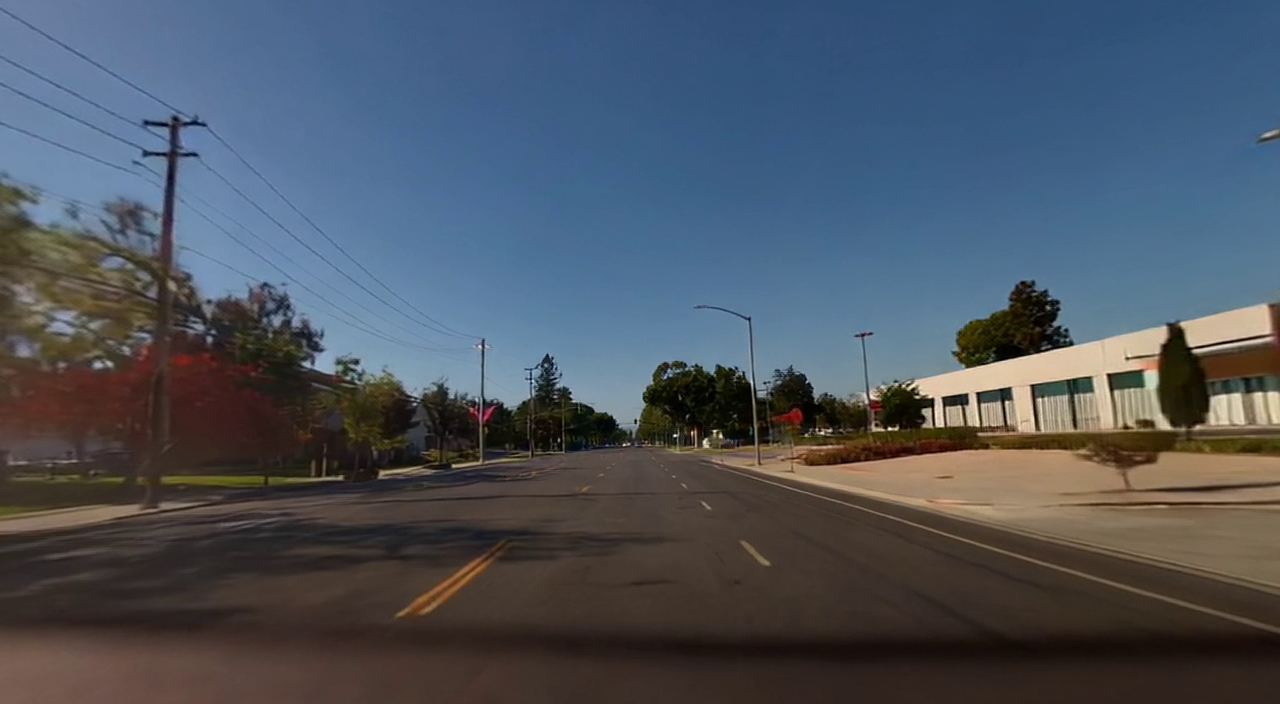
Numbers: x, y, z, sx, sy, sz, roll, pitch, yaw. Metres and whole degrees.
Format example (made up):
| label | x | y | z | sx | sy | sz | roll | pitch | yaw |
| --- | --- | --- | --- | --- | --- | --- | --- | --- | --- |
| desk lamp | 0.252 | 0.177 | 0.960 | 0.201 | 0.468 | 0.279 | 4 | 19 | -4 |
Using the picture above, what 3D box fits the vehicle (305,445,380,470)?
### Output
| label | x | y | z | sx | sy | sz | roll | pitch | yaw |
| --- | --- | --- | --- | --- | --- | --- | --- | --- | --- |
| vehicle | -23.166 | 8.236 | 49.291 | 4.794 | 1.869 | 2.060 | -1 | -9 | 4 |
